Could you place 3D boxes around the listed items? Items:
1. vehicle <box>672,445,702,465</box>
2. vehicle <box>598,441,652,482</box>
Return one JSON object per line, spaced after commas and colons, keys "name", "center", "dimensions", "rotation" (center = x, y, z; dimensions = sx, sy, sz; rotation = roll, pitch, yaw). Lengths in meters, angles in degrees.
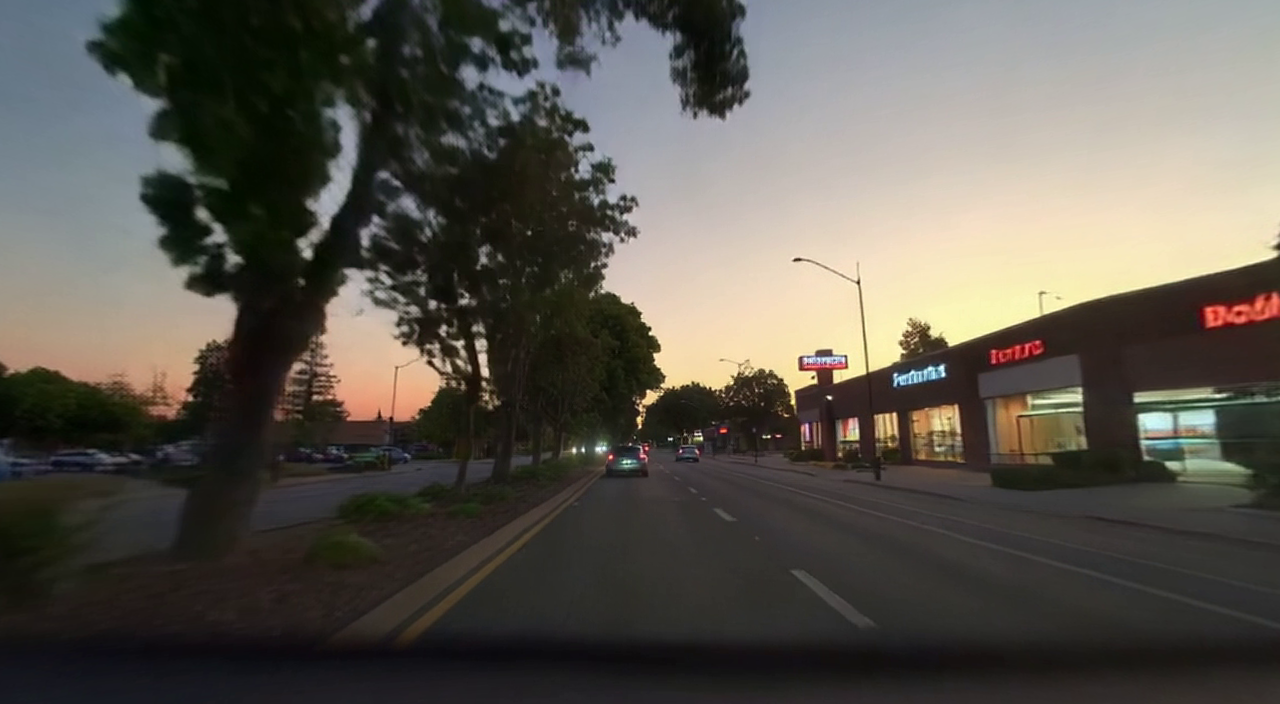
{"name": "vehicle", "center": [3.644, 8.058, 49.778], "dimensions": [1.910, 1.474, 4.003], "rotation": [0, -8, -2]}
{"name": "vehicle", "center": [-0.566, 4.347, 25.334], "dimensions": [2.006, 1.487, 3.535], "rotation": [-1, -8, 0]}
